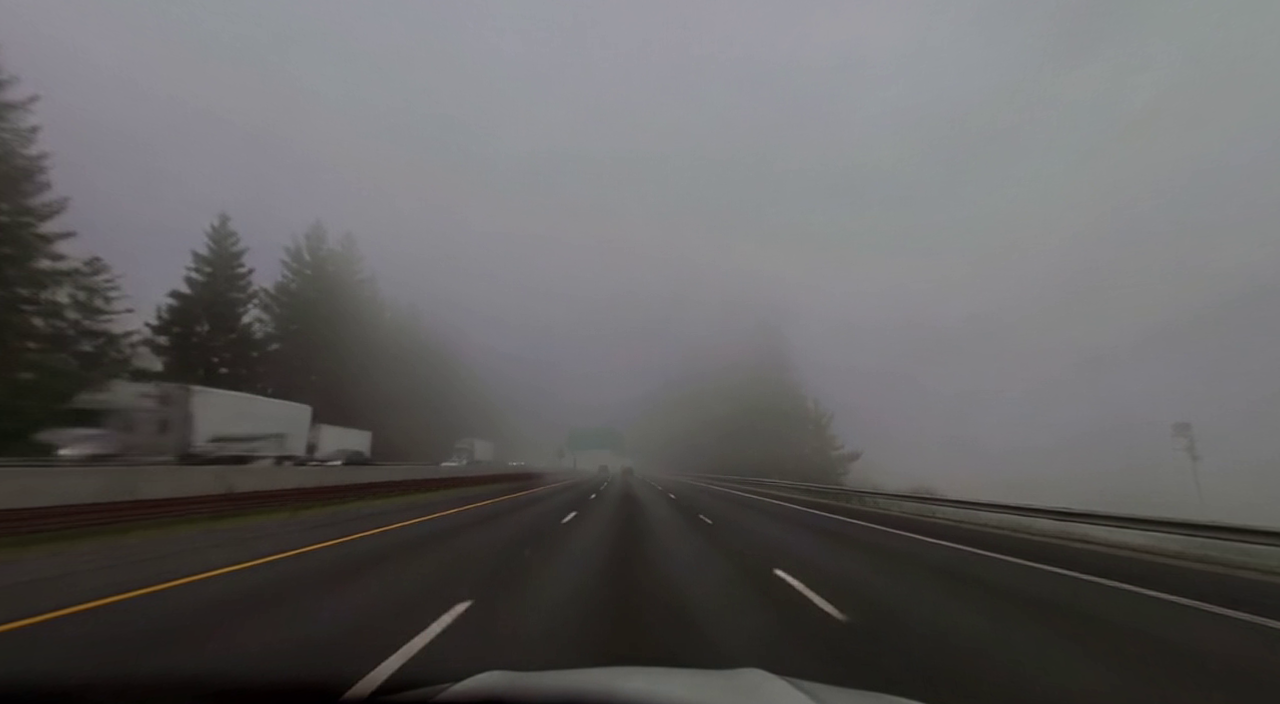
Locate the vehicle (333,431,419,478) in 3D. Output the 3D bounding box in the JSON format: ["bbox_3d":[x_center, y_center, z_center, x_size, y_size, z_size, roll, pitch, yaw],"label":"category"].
[{"bbox_3d":[-15.914,6.319,38.449,2.531,2.623,6.001,1,-10,0],"label":"vehicle"}]

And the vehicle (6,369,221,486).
[{"bbox_3d":[-19.935,3.099,24.508,3.015,3.967,5.813,1,-10,-1],"label":"vehicle"}]

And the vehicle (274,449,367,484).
[{"bbox_3d":[-15.745,5.686,31.353,2.209,1.568,4.655,1,-10,-1],"label":"vehicle"}]
